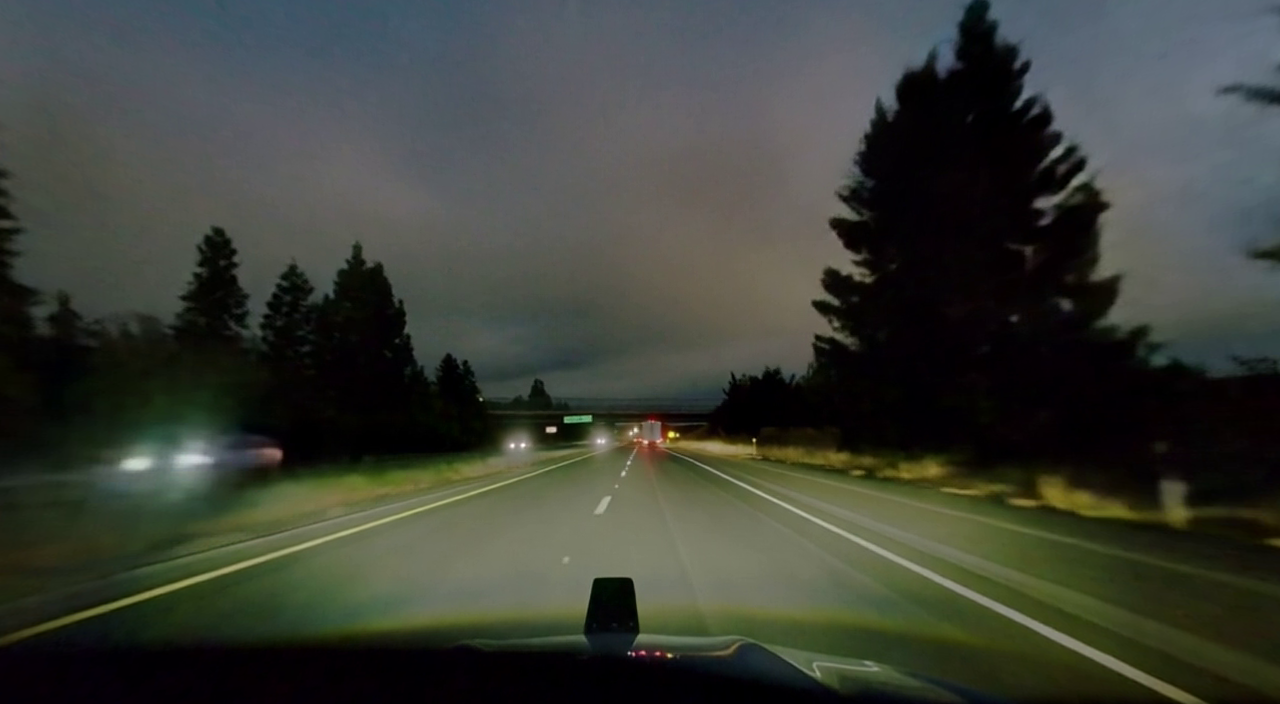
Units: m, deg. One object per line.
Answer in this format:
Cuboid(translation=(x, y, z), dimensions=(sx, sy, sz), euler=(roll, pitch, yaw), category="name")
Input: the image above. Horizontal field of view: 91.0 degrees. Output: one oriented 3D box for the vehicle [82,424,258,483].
Cuboid(translation=(-13.741, 3.005, 18.831), dimensions=(1.792, 1.524, 4.502), euler=(0, -8, 0), category="vehicle")
